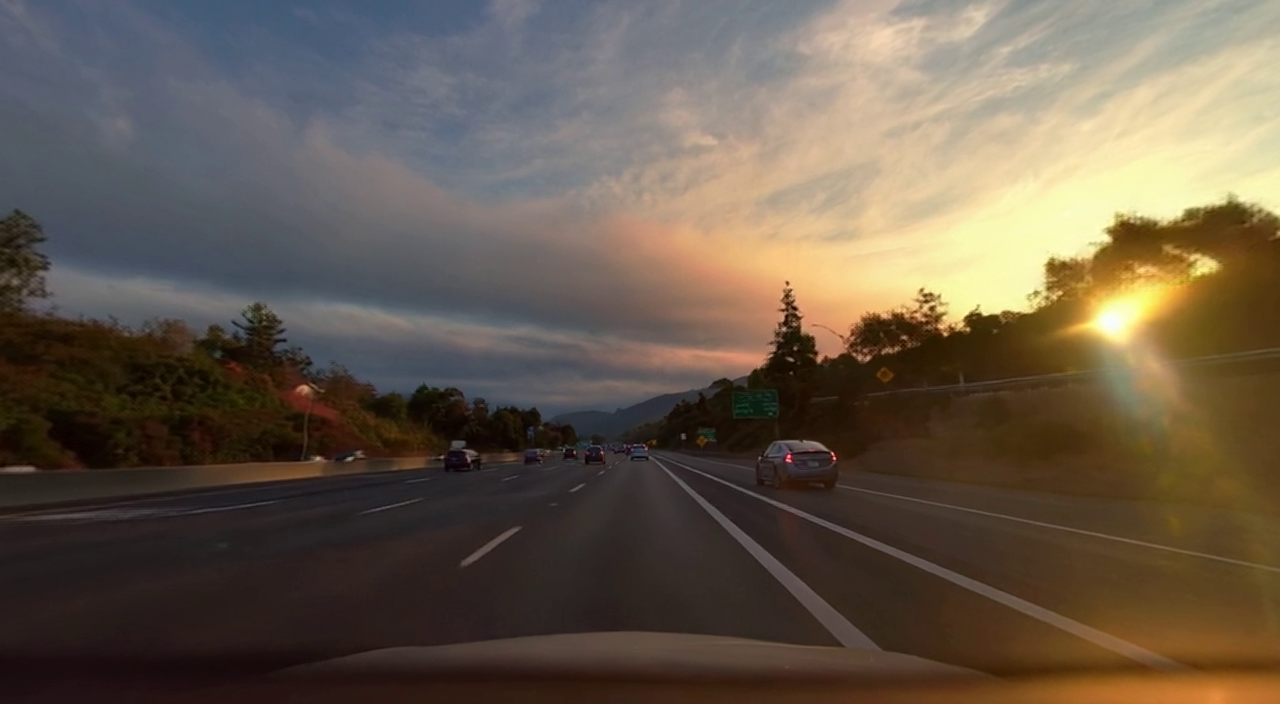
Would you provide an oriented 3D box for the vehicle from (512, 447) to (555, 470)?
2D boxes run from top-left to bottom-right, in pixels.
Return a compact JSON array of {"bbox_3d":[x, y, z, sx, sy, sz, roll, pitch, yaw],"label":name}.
[{"bbox_3d":[-7.382,7.430,44.106,2.071,1.486,4.703,0,-9,1],"label":"vehicle"}]

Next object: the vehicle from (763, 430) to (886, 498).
[{"bbox_3d":[5.458,3.396,19.479,2.259,1.816,4.862,0,-9,-1],"label":"vehicle"}]

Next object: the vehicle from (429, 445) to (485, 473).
[{"bbox_3d":[-11.478,6.714,39.807,2.107,1.628,4.446,0,-9,0],"label":"vehicle"}]

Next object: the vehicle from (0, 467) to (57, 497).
[{"bbox_3d":[-35.229,7.207,35.025,1.766,1.465,4.019,0,-9,-1],"label":"vehicle"}]
